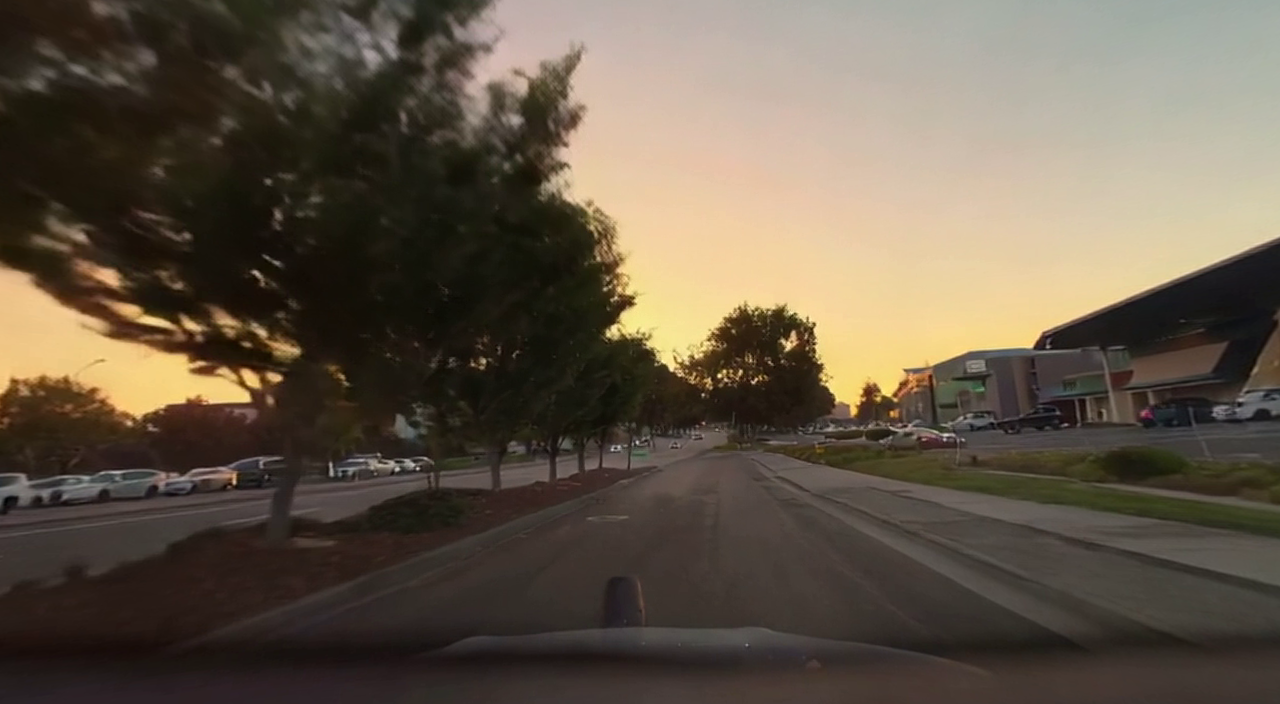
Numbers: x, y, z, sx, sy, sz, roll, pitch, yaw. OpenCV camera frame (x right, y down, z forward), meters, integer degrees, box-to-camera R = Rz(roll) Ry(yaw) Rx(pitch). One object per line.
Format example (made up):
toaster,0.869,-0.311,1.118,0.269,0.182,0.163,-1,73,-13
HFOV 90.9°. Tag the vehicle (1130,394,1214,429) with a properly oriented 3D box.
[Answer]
vehicle,26.825,3.009,31.807,3.335,1.398,1.535,-3,-10,-19

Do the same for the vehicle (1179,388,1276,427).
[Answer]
vehicle,26.676,2.524,28.618,3.327,1.369,1.514,-4,-10,-16

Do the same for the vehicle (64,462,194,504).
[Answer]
vehicle,-22.535,5.747,28.057,1.851,1.450,4.396,-7,-10,7

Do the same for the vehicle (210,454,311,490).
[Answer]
vehicle,-21.291,6.735,35.677,1.967,1.683,5.223,-7,-11,8

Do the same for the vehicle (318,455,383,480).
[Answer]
vehicle,-20.051,8.010,43.903,1.918,1.503,4.632,-6,-10,7
